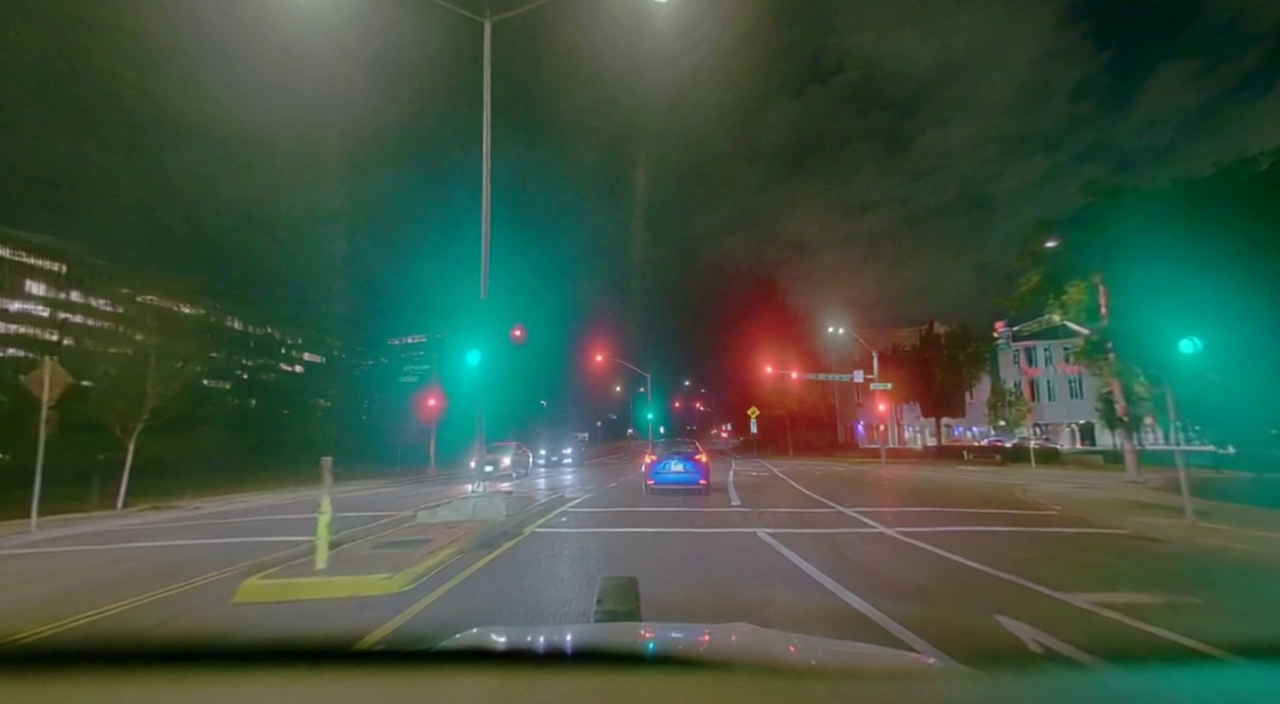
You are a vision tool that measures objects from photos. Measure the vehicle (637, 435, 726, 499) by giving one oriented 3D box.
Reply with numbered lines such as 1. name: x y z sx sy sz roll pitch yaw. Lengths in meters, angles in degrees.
1. vehicle: 1.054 2.861 16.109 1.950 1.401 4.159 -1 -8 4

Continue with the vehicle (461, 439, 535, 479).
1. vehicle: -5.859 4.444 26.535 1.884 1.509 4.416 -1 -8 3

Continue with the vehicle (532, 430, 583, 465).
1. vehicle: -5.103 6.005 39.727 2.310 2.045 4.763 -1 -8 4
